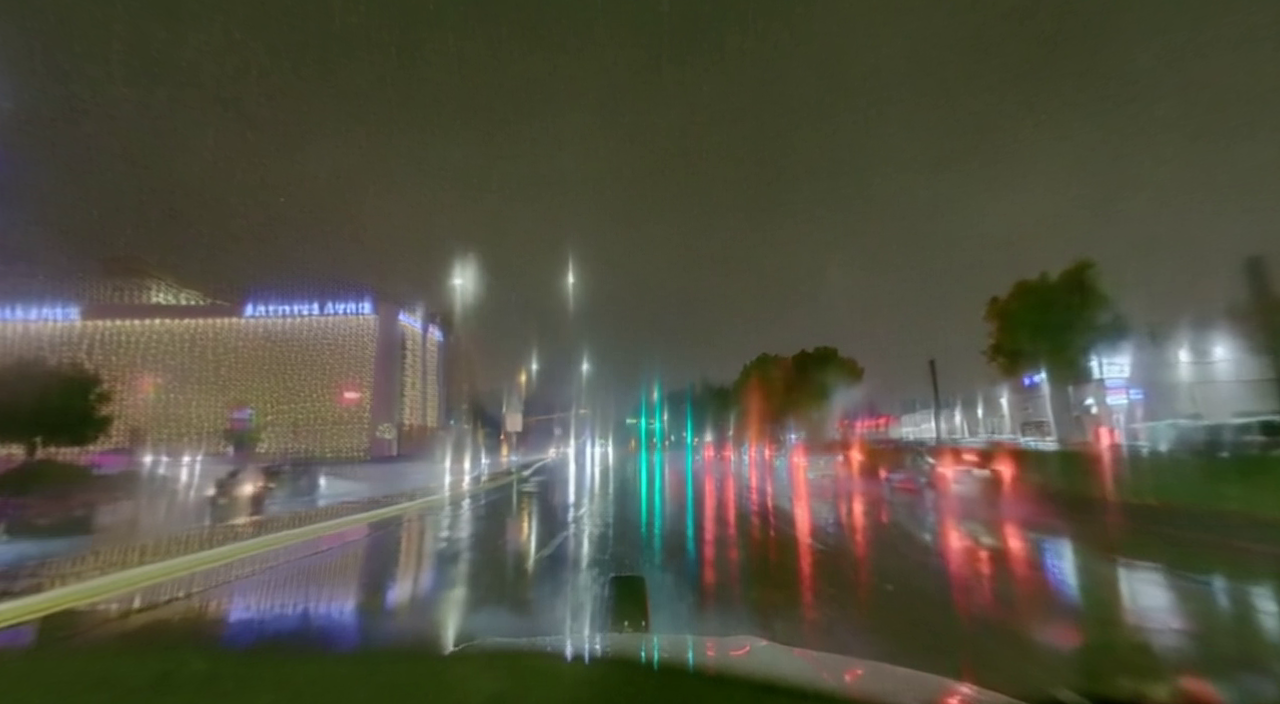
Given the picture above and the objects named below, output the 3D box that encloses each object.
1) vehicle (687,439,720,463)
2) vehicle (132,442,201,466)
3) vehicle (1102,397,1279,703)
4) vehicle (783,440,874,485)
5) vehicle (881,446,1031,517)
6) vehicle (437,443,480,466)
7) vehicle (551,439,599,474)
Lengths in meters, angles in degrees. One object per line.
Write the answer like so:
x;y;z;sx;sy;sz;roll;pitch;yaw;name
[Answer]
4.687;7.433;47.288;2.007;1.683;4.171;0;-8;-1;vehicle
-34.571;7.437;46.120;1.810;1.606;3.988;-1;-8;2;vehicle
3.438;0.718;1.016;1.981;1.499;4.536;0;-8;1;vehicle
7.358;4.331;25.133;1.918;1.598;4.536;0;-8;-4;vehicle
7.324;2.992;15.051;1.654;1.440;3.647;0;-8;-1;vehicle
-14.041;7.944;49.066;1.905;1.687;4.436;-1;-8;2;vehicle
-3.026;4.947;30.007;1.917;1.511;4.436;0;-8;-1;vehicle
